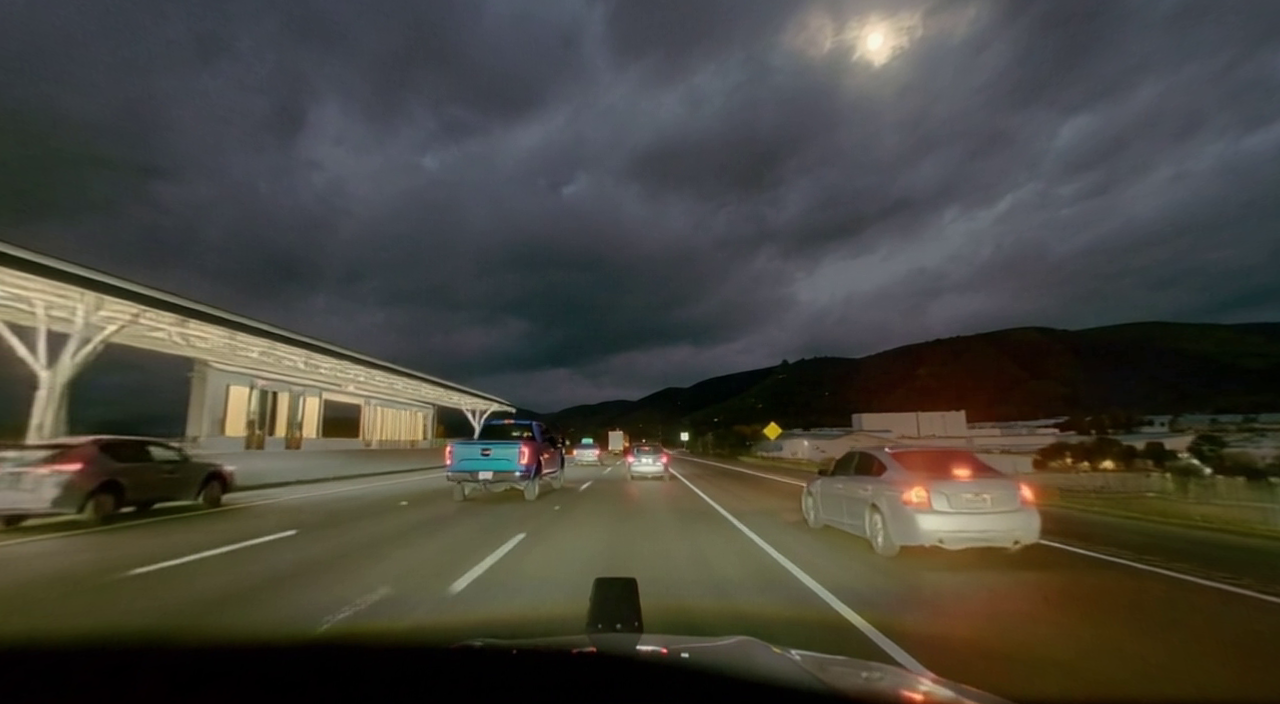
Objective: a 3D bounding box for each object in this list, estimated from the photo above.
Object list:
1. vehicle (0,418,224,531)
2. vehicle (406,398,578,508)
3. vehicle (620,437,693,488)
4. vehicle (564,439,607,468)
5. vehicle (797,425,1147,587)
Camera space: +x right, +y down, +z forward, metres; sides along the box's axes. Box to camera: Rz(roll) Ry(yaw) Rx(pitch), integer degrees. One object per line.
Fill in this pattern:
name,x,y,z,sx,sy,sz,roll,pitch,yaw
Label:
vehicle,-10.657,2.243,12.114,2.137,1.728,4.665,0,-8,-1
vehicle,-3.352,2.564,16.290,2.733,2.230,6.820,0,-8,0
vehicle,0.459,3.625,20.949,2.171,1.493,4.081,0,-8,-1
vehicle,-3.255,6.206,38.716,2.151,1.613,4.786,0,-8,1
vehicle,3.751,1.816,8.411,2.023,1.510,4.773,0,-8,-1
